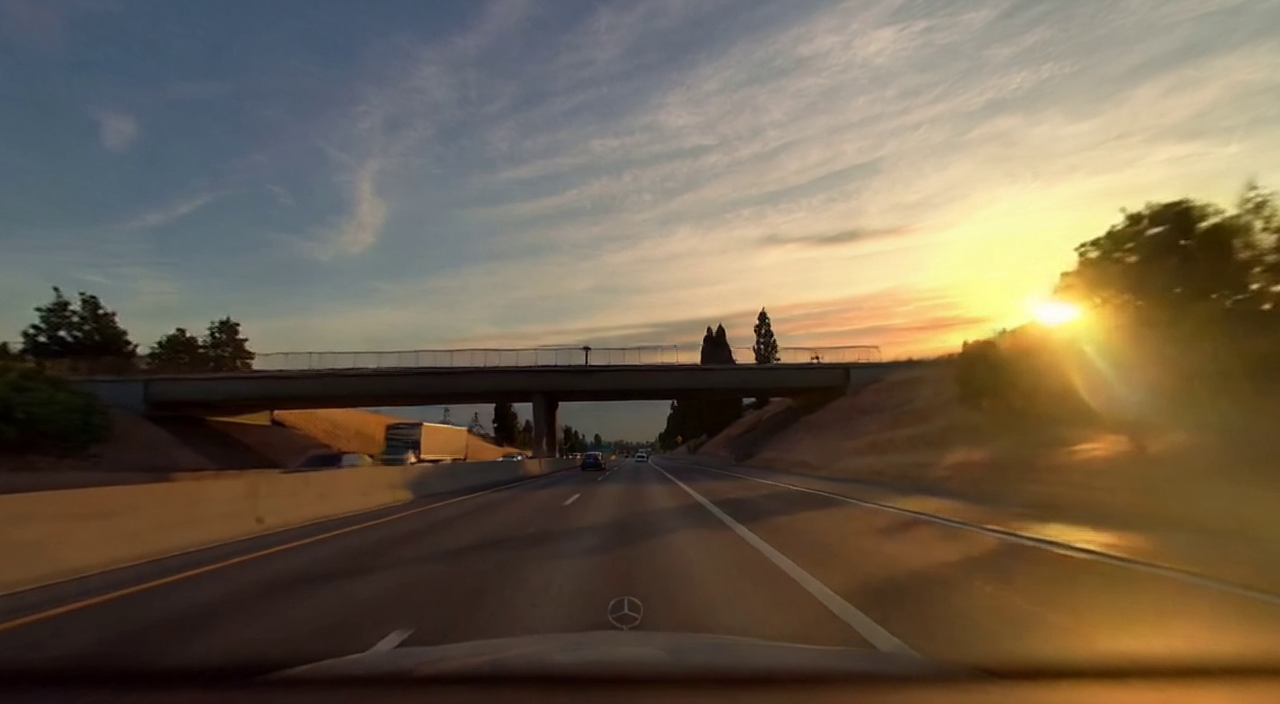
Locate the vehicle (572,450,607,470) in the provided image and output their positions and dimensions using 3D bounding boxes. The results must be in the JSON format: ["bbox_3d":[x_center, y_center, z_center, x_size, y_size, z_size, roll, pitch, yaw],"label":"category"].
[{"bbox_3d":[-3.862,8.342,48.917,2.293,1.462,4.452,0,-9,0],"label":"vehicle"}]

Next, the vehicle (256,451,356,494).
[{"bbox_3d":[-12.131,4.371,23.148,1.759,1.410,3.550,0,-9,-1],"label":"vehicle"}]
